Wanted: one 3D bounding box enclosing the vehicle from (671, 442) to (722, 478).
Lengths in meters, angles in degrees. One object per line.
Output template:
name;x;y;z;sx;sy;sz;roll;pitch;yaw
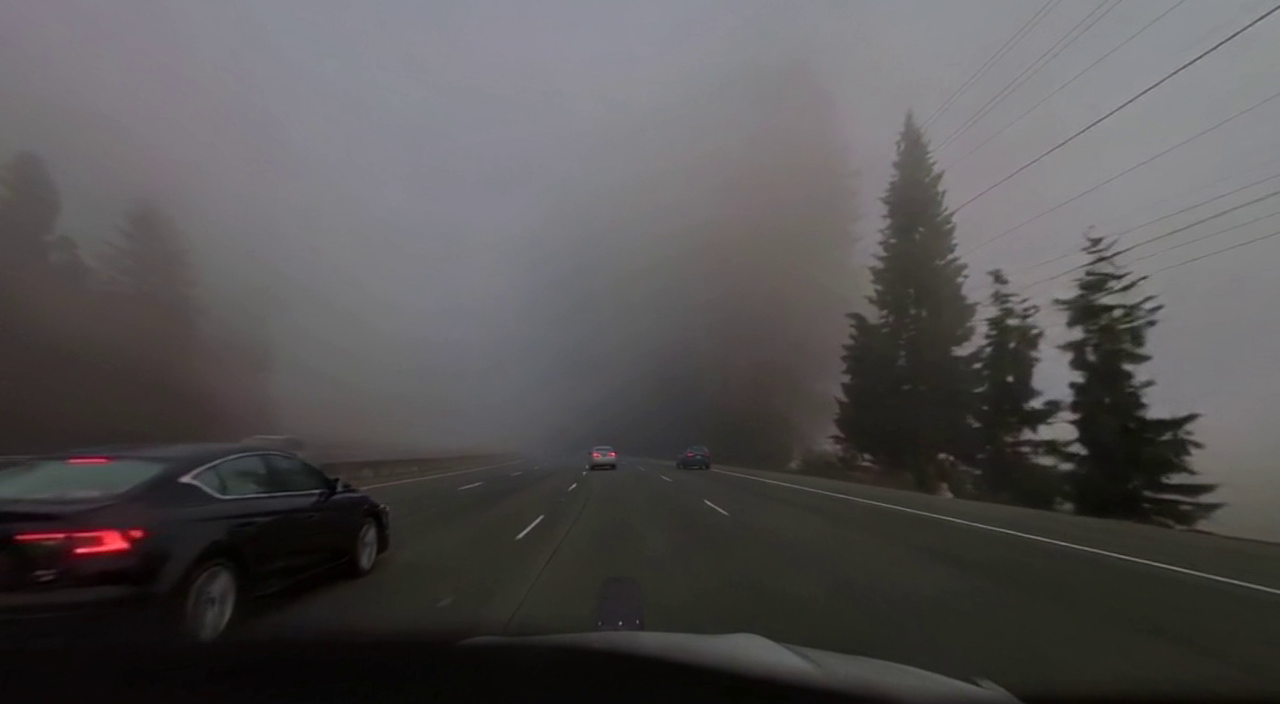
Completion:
vehicle;2.558;4.982;29.411;1.789;1.503;3.897;0;-8;-3

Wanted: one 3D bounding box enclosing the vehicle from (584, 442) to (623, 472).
vehicle;-2.275;6.335;38.364;2.188;1.714;3.921;1;-8;-5

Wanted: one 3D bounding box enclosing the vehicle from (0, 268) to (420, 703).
vehicle;-4.100;1.083;5.271;2.475;2.152;5.837;0;-8;-1
